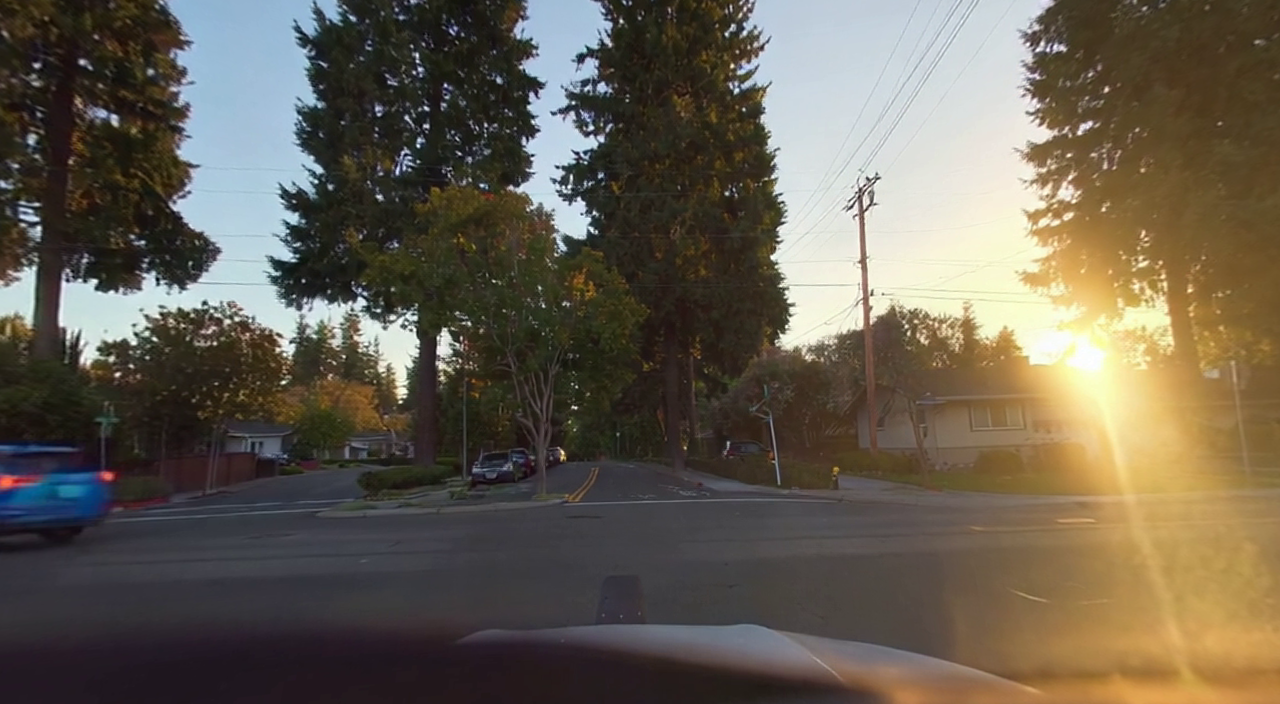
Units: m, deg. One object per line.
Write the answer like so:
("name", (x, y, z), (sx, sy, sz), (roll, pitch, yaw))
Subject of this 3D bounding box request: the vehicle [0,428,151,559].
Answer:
("vehicle", (-11.165, 2.176, 10.073), (4.809, 1.834, 2.181), (0, -8, -2))

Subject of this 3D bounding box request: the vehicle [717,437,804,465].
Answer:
("vehicle", (7.298, 6.009, 38.551), (4.784, 1.647, 1.947), (1, -8, -5))
